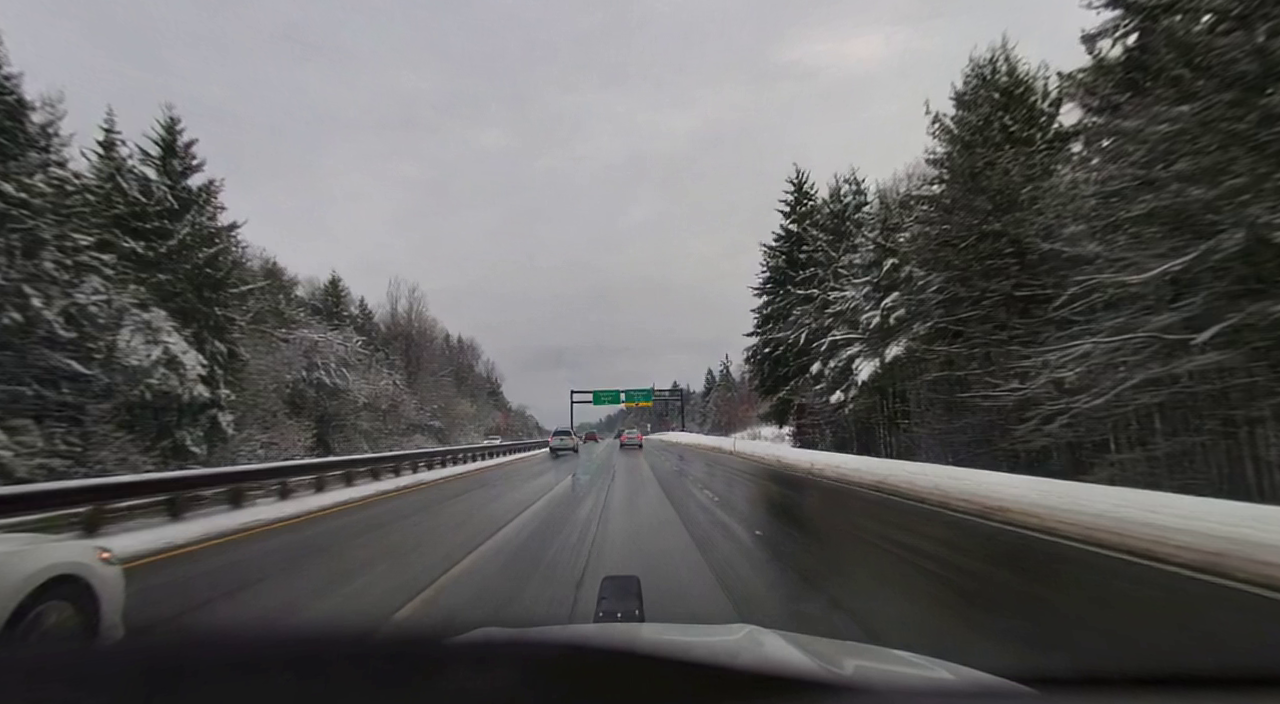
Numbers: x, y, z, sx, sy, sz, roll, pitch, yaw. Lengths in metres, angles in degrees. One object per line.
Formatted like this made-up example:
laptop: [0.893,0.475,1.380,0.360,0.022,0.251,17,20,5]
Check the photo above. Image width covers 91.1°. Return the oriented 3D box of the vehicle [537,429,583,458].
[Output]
vehicle: [-4.402,5.131,35.292,2.071,1.524,4.398,0,-8,-1]

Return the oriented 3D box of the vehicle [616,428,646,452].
vehicle: [-0.673,6.257,44.904,2.054,1.609,3.859,0,-8,-1]
